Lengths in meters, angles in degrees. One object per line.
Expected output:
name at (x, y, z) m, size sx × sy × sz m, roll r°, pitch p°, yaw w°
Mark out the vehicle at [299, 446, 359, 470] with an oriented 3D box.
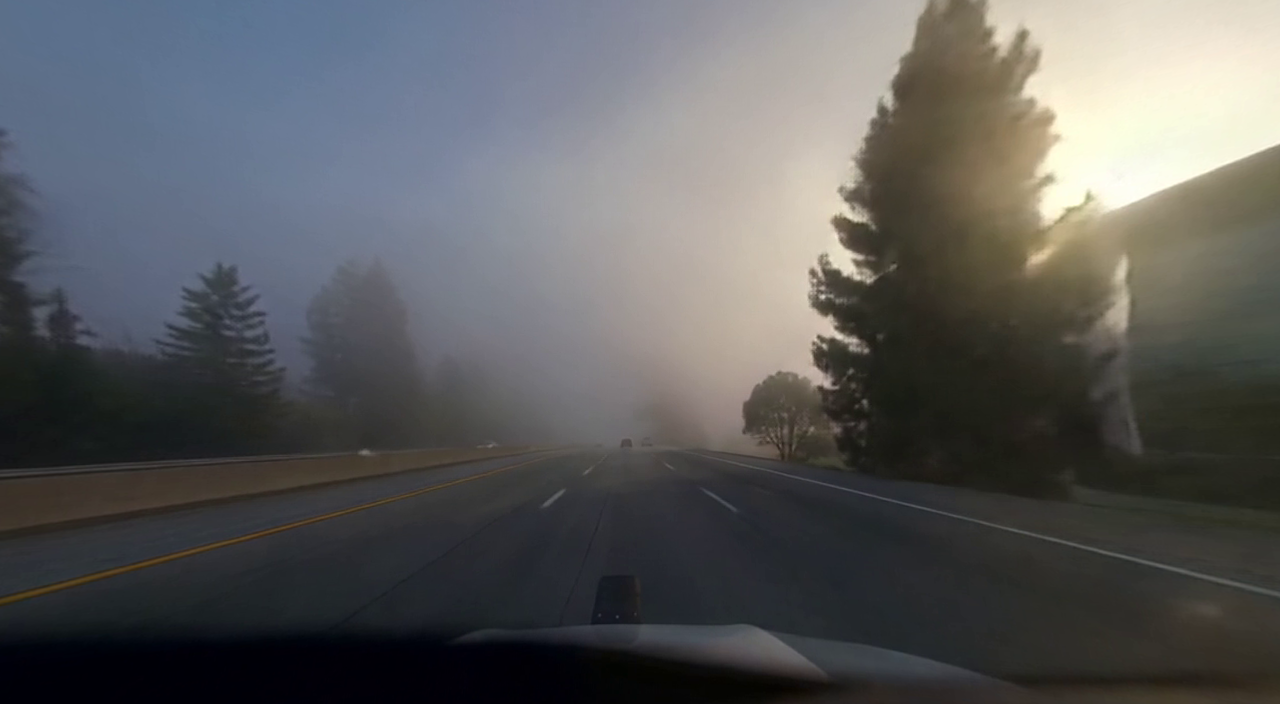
vehicle at (-20.586, 7.000, 41.861) m, size 1.957 × 1.464 × 4.090 m, roll 0°, pitch -8°, yaw -1°
